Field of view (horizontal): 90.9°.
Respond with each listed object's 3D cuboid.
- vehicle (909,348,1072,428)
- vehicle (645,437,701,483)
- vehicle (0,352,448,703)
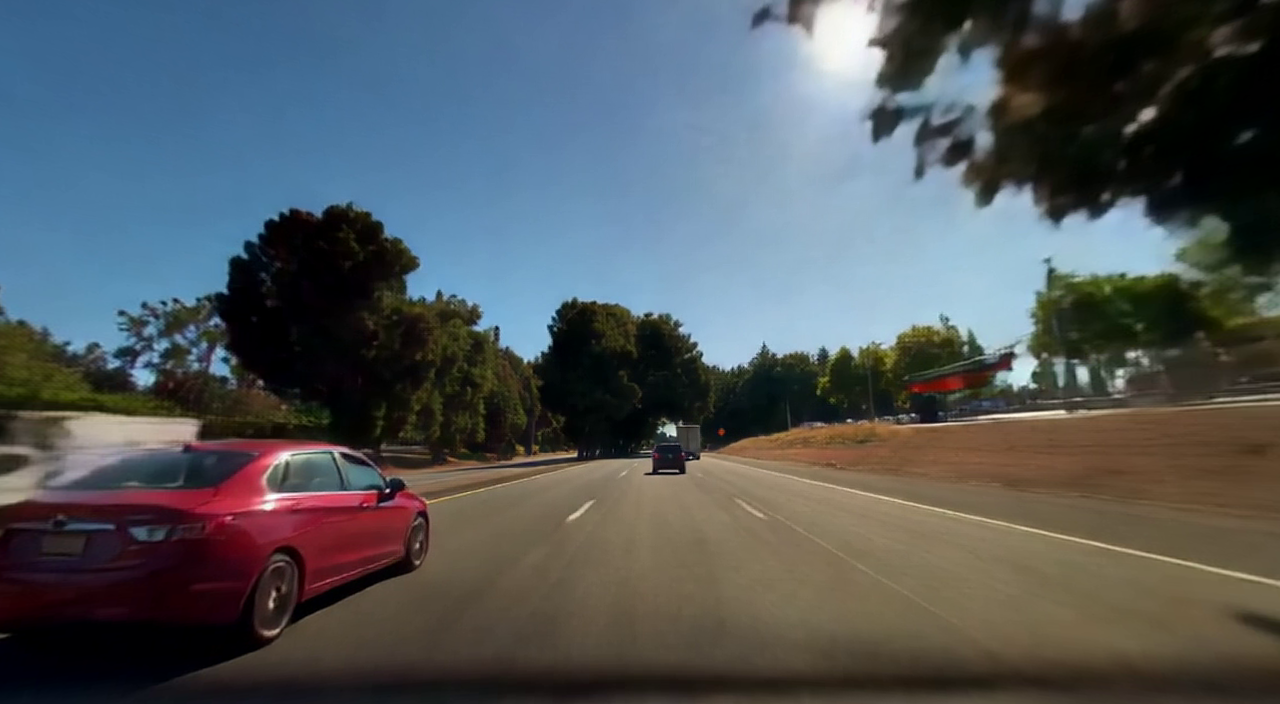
[{"bbox_3d":[25.146,3.219,47.175,3.528,4.387,16.822,-1,-9,4],"label":"vehicle"},{"bbox_3d":[1.256,4.390,25.867,2.087,1.682,4.388,0,-9,0],"label":"vehicle"},{"bbox_3d":[-3.461,1.253,5.338,2.139,1.804,4.611,0,-9,1],"label":"vehicle"}]
